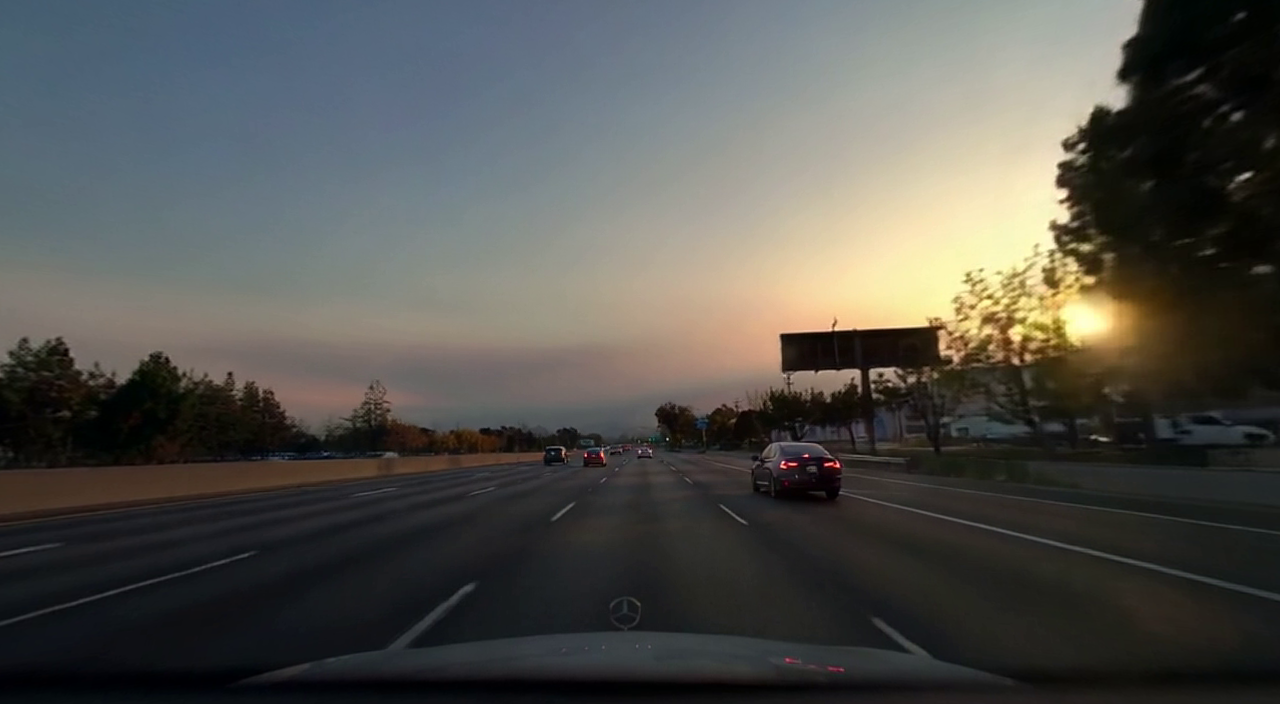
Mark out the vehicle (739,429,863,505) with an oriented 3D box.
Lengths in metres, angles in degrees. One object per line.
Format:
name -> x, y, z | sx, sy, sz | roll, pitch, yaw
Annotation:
vehicle -> 4.204, 3.094, 17.377 | 2.109, 1.764, 4.704 | 0, -9, -1

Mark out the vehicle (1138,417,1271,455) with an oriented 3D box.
vehicle -> 37.201, 5.569, 41.658 | 6.179, 2.207, 2.545 | -2, -9, 1

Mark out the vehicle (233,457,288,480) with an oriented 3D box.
vehicle -> -27.924, 8.556, 46.461 | 1.694, 1.499, 3.764 | 0, -9, 0

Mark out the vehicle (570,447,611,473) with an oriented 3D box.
vehicle -> -3.006, 6.694, 39.305 | 2.139, 1.510, 4.506 | 0, -9, 0
